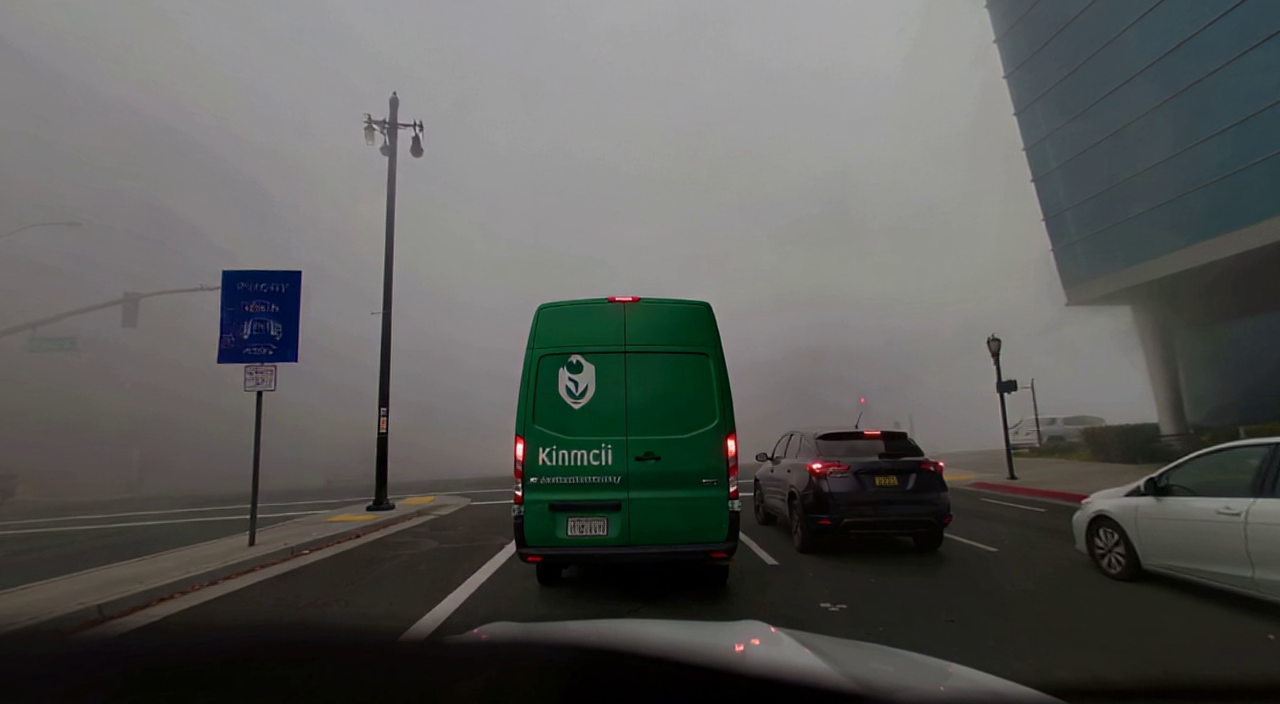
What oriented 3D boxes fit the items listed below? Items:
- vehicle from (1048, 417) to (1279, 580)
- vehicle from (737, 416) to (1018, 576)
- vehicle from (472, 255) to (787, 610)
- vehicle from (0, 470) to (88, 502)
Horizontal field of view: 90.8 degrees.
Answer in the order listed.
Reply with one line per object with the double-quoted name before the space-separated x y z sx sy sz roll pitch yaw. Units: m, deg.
"vehicle" 7.531 1.582 7.013 1.963 1.669 4.678 3 -9 -20
"vehicle" 2.878 1.863 9.037 2.183 1.676 4.506 0 -8 -1
"vehicle" -0.040 1.177 9.095 2.613 3.035 7.342 0 -8 1
"vehicle" -31.435 6.765 32.001 4.888 1.481 1.873 1 -9 -8
